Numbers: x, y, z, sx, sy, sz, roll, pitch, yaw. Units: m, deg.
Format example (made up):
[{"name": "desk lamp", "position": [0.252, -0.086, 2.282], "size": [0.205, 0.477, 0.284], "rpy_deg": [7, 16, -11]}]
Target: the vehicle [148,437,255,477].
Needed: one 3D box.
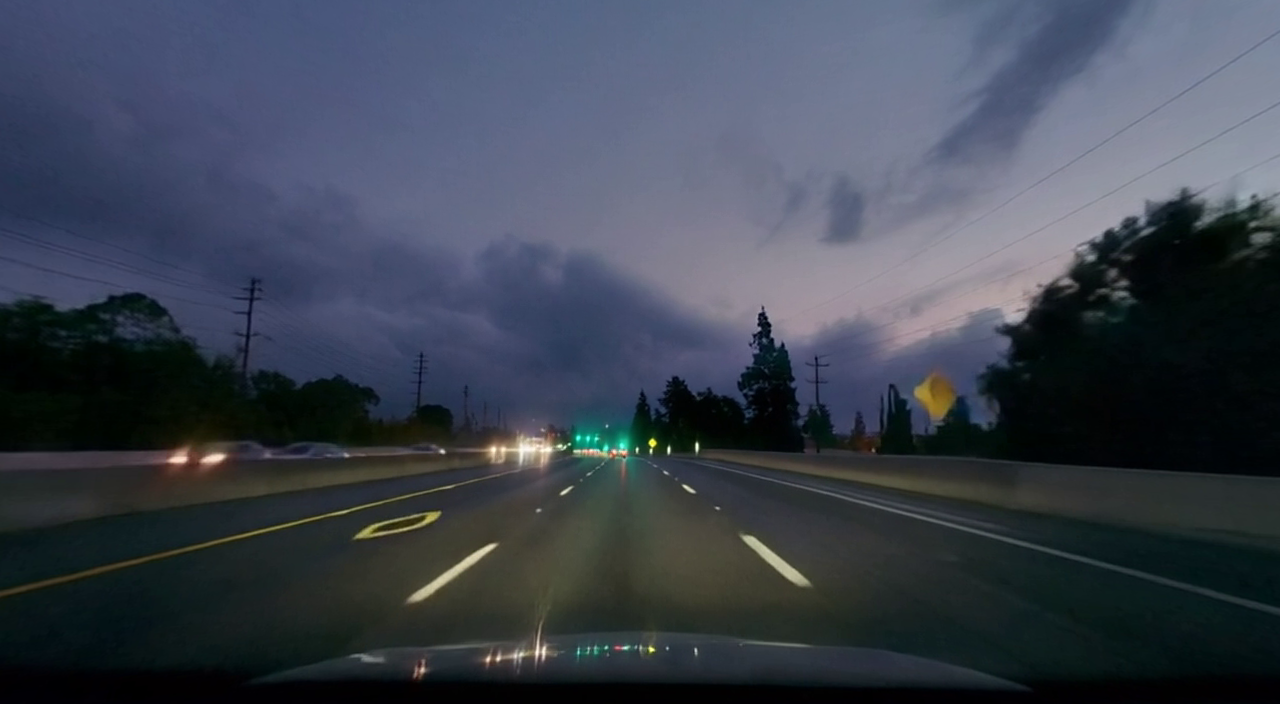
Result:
[{"name": "vehicle", "position": [-18.540, 4.446, 26.934], "size": [1.778, 1.562, 3.903], "rpy_deg": [0, -9, -1]}]

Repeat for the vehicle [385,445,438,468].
[{"name": "vehicle", "position": [-15.048, 6.910, 41.930], "size": [1.914, 1.477, 4.524], "rpy_deg": [0, -9, -1]}]

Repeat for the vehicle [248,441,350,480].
[{"name": "vehicle", "position": [-14.346, 4.576, 26.917], "size": [1.948, 1.531, 4.456], "rpy_deg": [0, -9, -1]}]
